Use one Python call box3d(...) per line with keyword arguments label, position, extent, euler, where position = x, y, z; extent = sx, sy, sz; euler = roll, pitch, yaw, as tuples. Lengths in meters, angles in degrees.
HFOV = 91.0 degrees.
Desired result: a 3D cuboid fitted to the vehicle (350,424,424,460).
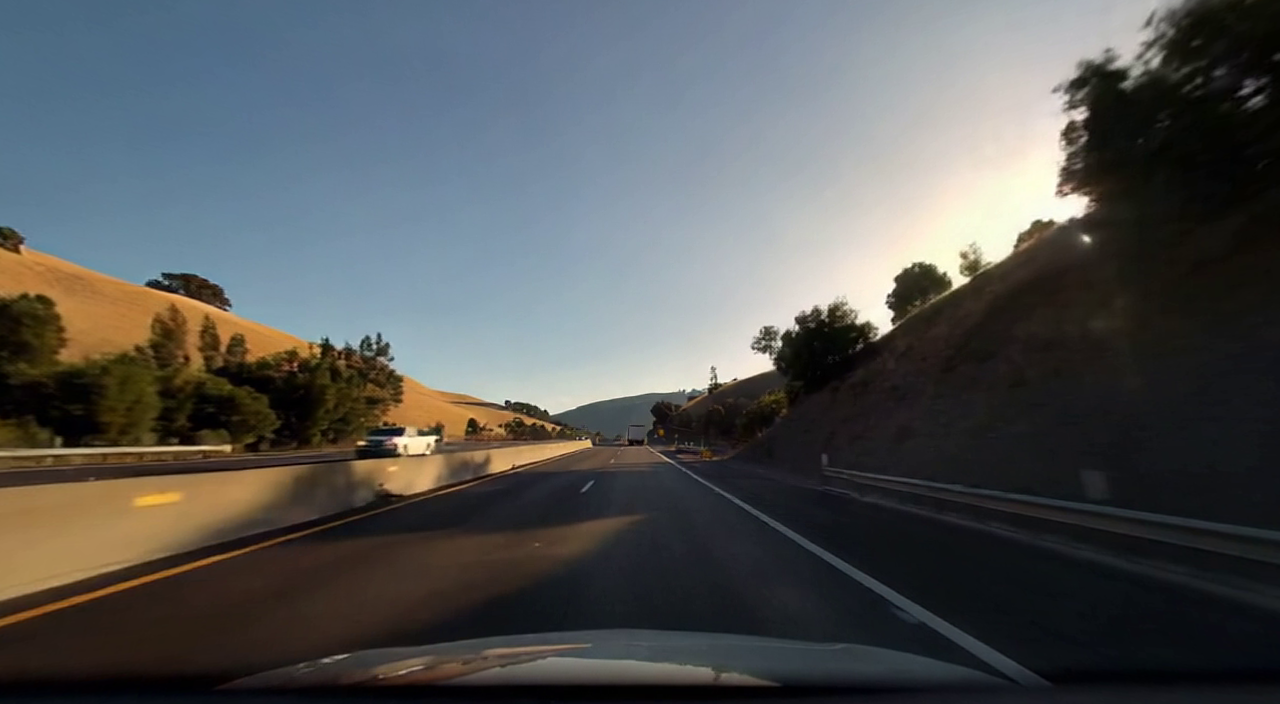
box3d(label="vehicle", position=(-14.465, 5.208, 36.415), extent=(2.104, 1.922, 5.192), euler=(0, -8, 0))
